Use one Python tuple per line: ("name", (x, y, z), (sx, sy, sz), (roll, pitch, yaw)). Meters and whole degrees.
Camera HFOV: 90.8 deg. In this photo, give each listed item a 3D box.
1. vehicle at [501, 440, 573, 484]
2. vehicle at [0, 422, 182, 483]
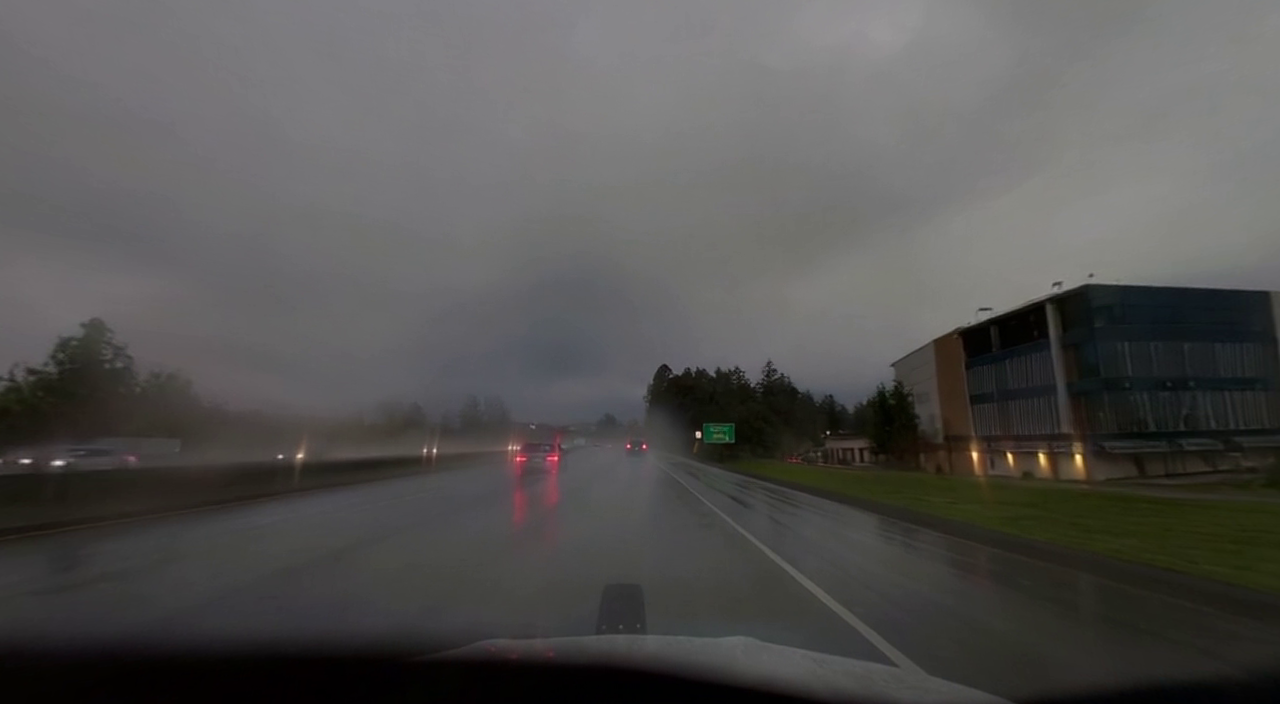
("vehicle", (-3.664, 3.982, 23.229), (1.920, 1.463, 4.134), (0, -8, 0))
("vehicle", (-36.246, 6.665, 42.230), (2.965, 3.488, 11.110), (0, -9, 0))
